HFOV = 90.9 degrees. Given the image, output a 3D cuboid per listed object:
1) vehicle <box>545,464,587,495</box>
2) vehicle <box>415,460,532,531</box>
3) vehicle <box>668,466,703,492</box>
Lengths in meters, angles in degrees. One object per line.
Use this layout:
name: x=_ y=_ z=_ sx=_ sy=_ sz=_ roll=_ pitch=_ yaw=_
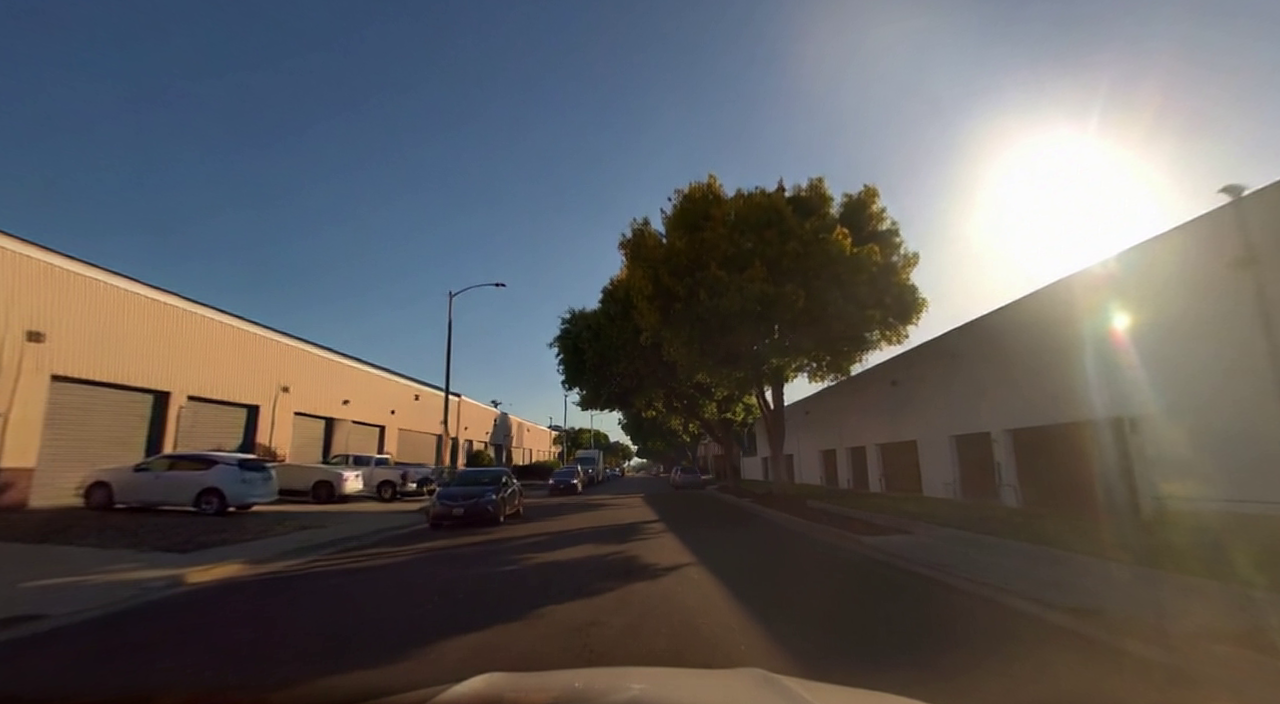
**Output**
vehicle: x=-4.127 y=7.192 z=35.709 sx=1.835 sy=1.625 sz=3.674 roll=0 pitch=-11 yaw=1
vehicle: x=-4.382 y=3.844 z=17.409 sx=1.927 sy=1.580 sz=4.556 roll=-1 pitch=-9 yaw=1
vehicle: x=2.705 y=7.728 z=38.450 sx=1.819 sy=1.446 sz=3.909 roll=1 pitch=-11 yaw=0
